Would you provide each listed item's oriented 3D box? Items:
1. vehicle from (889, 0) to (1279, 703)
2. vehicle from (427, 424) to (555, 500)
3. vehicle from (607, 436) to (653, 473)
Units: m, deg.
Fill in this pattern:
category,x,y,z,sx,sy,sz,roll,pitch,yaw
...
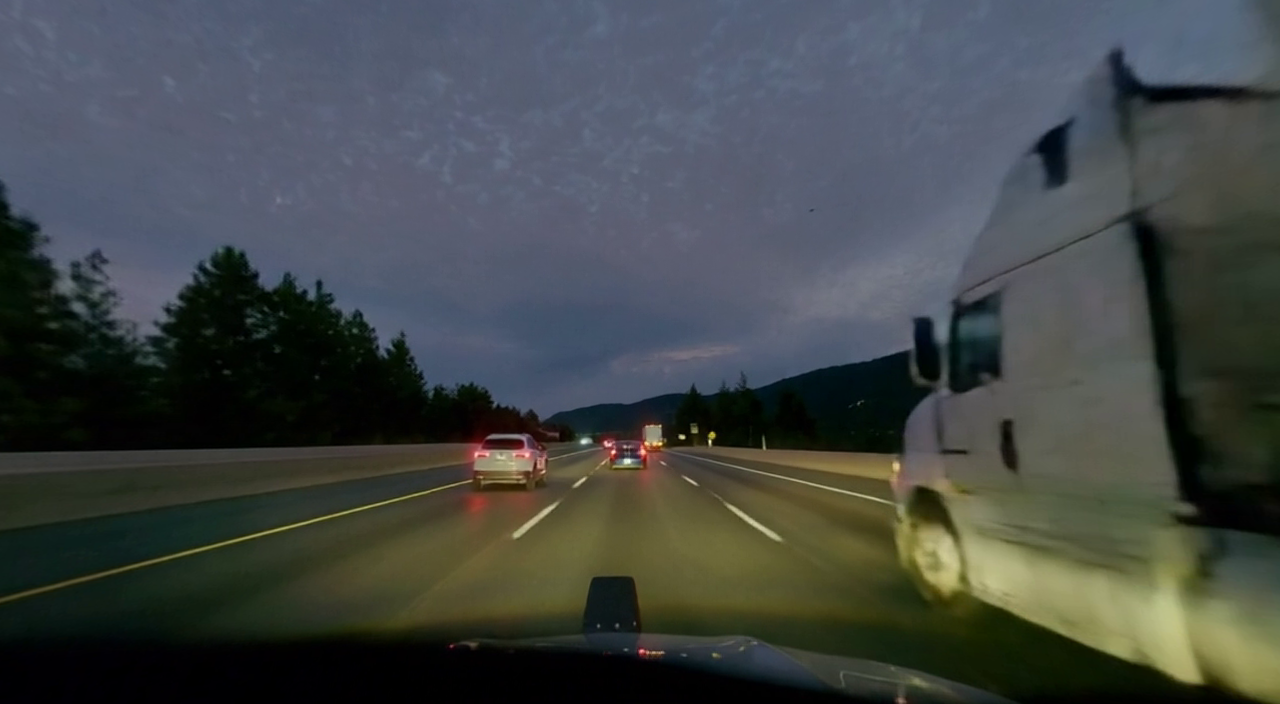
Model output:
category,x,y,z,sx,sy,sz,roll,pitch,yaw
vehicle,4.015,-0.276,2.628,3.030,4.048,6.650,0,-8,-1
vehicle,-3.722,2.848,16.706,2.264,1.699,4.648,-1,-8,0
vehicle,-0.464,4.790,29.614,2.048,1.563,4.087,0,-8,-1
